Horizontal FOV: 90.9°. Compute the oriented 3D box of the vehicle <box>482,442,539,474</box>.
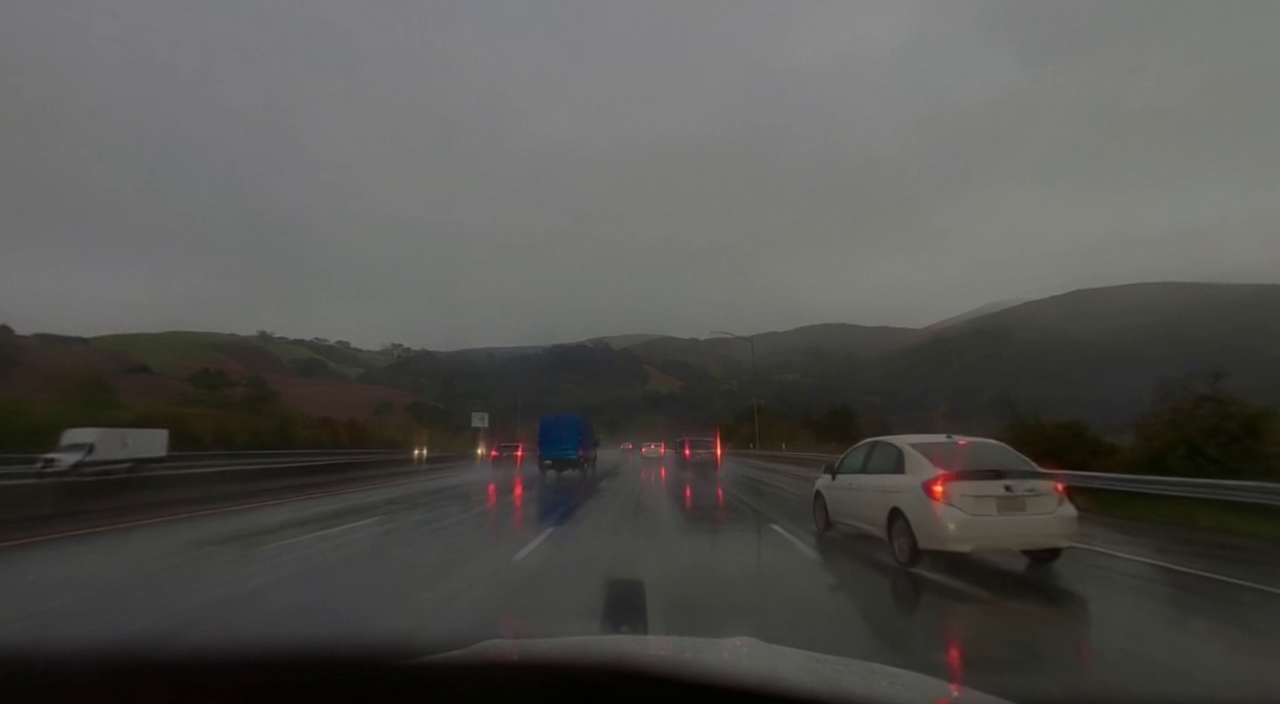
[{"bbox_3d":[-6.631,5.451,32.725,1.964,1.487,4.417,0,-8,1],"label":"vehicle"}]

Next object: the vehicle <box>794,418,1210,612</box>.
[{"bbox_3d":[3.395,1.606,7.199,2.050,1.491,4.362,0,-8,-2],"label":"vehicle"}]

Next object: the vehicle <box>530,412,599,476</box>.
[{"bbox_3d":[-3.342,4.266,29.245,2.396,2.664,5.735,-1,-8,1],"label":"vehicle"}]

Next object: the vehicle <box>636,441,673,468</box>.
[{"bbox_3d":[0.795,5.966,36.908,2.054,1.504,3.890,0,-8,0],"label":"vehicle"}]

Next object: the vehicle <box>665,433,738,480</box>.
[{"bbox_3d":[2.330,4.126,25.114,2.270,1.660,4.101,0,-8,-3],"label":"vehicle"}]
